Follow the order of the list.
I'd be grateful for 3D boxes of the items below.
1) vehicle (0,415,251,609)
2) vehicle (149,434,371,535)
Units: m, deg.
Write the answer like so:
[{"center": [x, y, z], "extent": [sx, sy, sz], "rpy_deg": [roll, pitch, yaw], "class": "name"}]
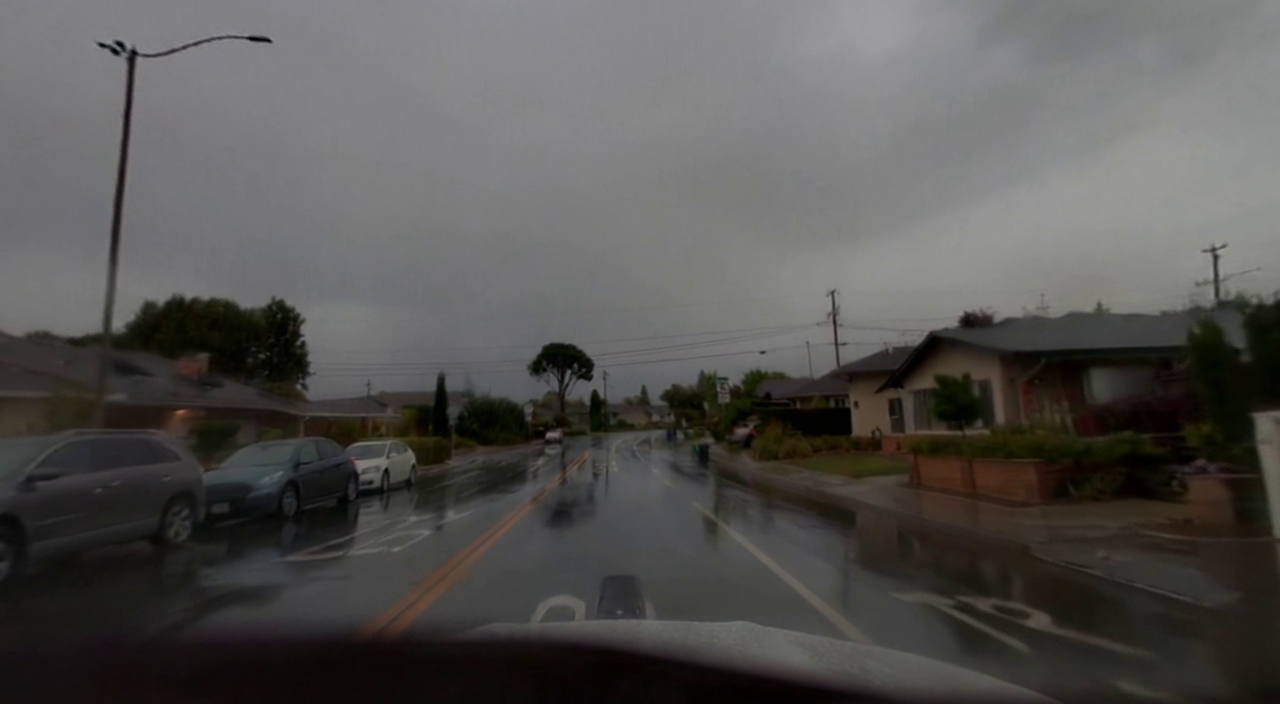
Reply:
[{"center": [-6.804, 1.658, 7.242], "extent": [1.865, 1.750, 4.507], "rpy_deg": [0, -8, -2], "class": "vehicle"}, {"center": [-6.750, 2.330, 11.773], "extent": [1.777, 1.554, 3.790], "rpy_deg": [0, -8, 0], "class": "vehicle"}]
